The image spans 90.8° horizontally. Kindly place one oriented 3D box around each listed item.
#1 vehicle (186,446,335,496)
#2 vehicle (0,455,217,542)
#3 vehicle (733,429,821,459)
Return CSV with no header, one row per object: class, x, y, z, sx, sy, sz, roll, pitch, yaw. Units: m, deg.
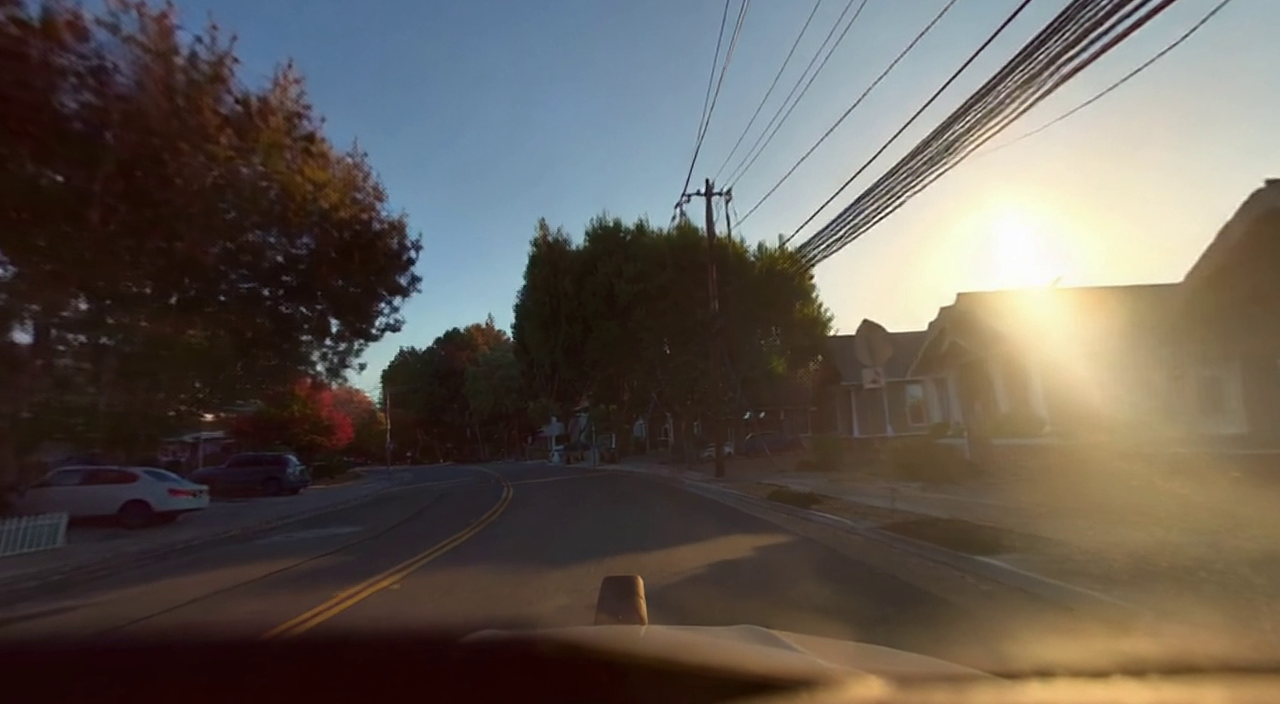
vehicle,-14.510,4.551,24.363,4.321,1.772,2.161,-1,-8,2
vehicle,-11.792,3.066,13.837,2.390,1.431,4.253,0,-8,-6
vehicle,7.793,5.307,36.310,4.566,1.623,1.906,0,-8,0
